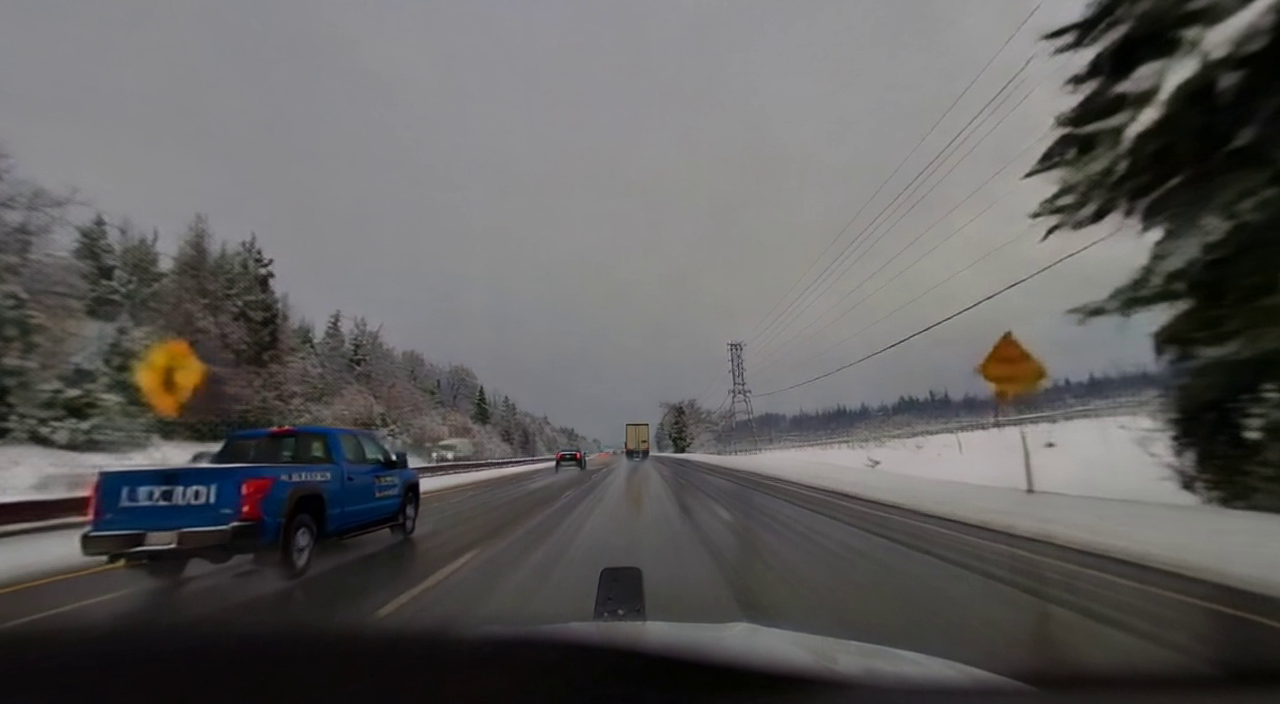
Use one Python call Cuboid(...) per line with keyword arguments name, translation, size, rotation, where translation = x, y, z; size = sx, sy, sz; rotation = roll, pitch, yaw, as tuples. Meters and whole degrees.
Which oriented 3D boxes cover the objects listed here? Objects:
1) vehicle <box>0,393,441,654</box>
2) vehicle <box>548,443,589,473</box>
Cuboid(name="vehicle", translation=(-3.981, 1.497, 6.707), size=(2.049, 1.697, 4.998), rotation=(0, -9, 0))
Cuboid(name="vehicle", translation=(-4.443, 6.663, 39.771), size=(2.111, 1.735, 4.066), rotation=(0, -9, 0))
